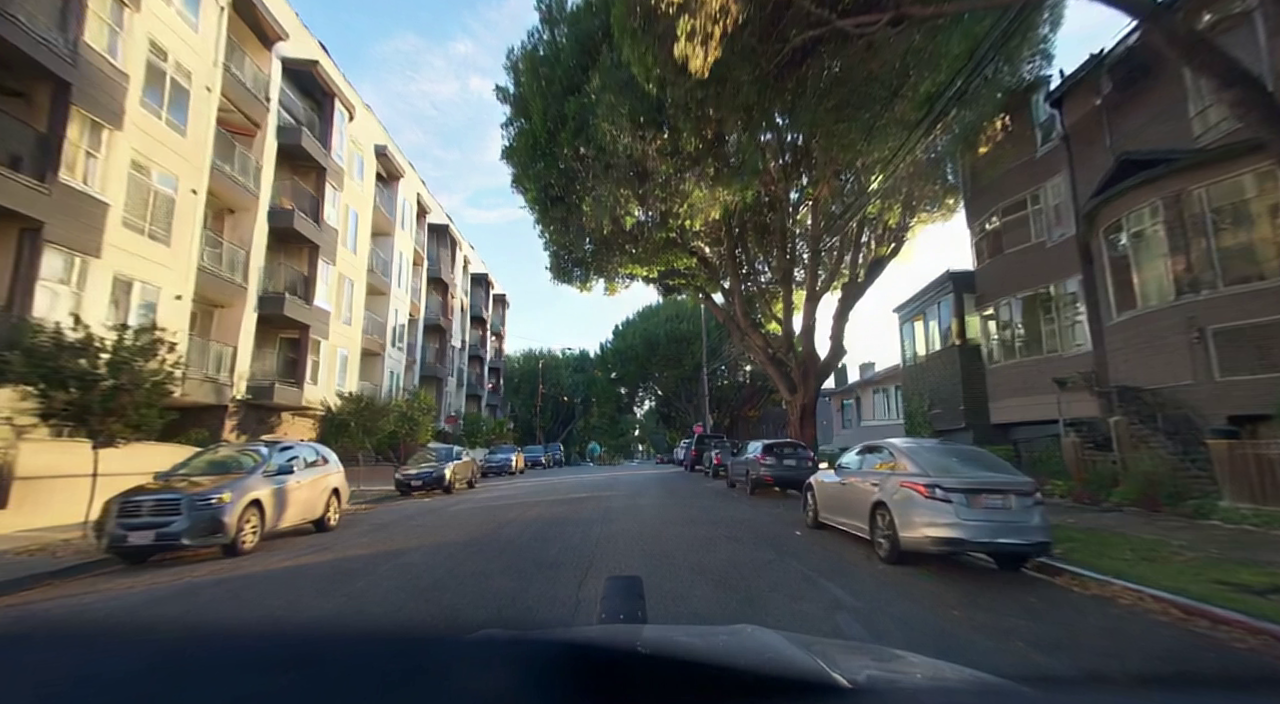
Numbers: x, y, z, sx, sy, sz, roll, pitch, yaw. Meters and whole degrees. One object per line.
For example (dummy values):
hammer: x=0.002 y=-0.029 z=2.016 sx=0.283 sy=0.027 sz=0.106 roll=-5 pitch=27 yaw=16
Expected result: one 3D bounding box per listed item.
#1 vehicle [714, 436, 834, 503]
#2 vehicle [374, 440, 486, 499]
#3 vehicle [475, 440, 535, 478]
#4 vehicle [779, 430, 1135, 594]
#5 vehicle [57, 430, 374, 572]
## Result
vehicle: x=3.350 y=3.046 z=16.905 sx=1.948 sy=1.502 sz=5.013 roll=0 pitch=-8 yaw=-2
vehicle: x=-6.494 y=3.667 z=20.152 sx=2.100 sy=1.640 sz=4.341 roll=0 pitch=-8 yaw=0
vehicle: x=-6.452 y=5.130 z=30.610 sx=1.947 sy=1.707 sz=4.352 roll=0 pitch=-8 yaw=0
vehicle: x=3.482 y=1.837 z=8.382 sx=2.041 sy=1.488 sz=5.026 roll=0 pitch=-8 yaw=-1
vehicle: x=-6.256 y=2.189 z=10.206 sx=2.023 sy=1.740 sz=4.567 roll=0 pitch=-8 yaw=-2
